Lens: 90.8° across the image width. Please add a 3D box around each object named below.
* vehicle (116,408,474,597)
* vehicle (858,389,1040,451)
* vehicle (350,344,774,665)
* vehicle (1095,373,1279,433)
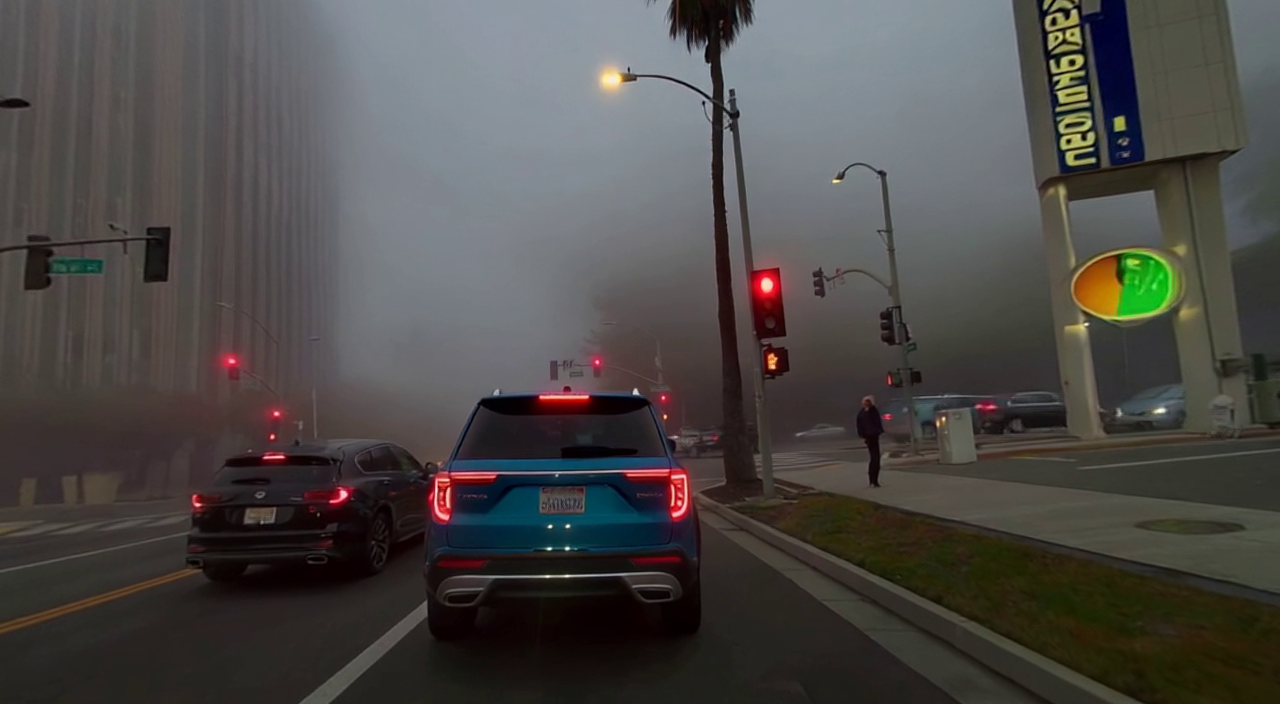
[{"bbox_3d":[-3.807,1.739,8.356,2.097,1.692,5.030,0,-8,-3],"label":"vehicle"},{"bbox_3d":[10.791,2.443,22.354,5.307,2.076,2.122,0,-8,-4],"label":"vehicle"},{"bbox_3d":[-0.543,1.250,6.293,2.519,1.913,4.819,0,-8,-2],"label":"vehicle"},{"bbox_3d":[19.713,1.867,22.672,5.033,1.999,2.259,0,-8,-3],"label":"vehicle"}]
